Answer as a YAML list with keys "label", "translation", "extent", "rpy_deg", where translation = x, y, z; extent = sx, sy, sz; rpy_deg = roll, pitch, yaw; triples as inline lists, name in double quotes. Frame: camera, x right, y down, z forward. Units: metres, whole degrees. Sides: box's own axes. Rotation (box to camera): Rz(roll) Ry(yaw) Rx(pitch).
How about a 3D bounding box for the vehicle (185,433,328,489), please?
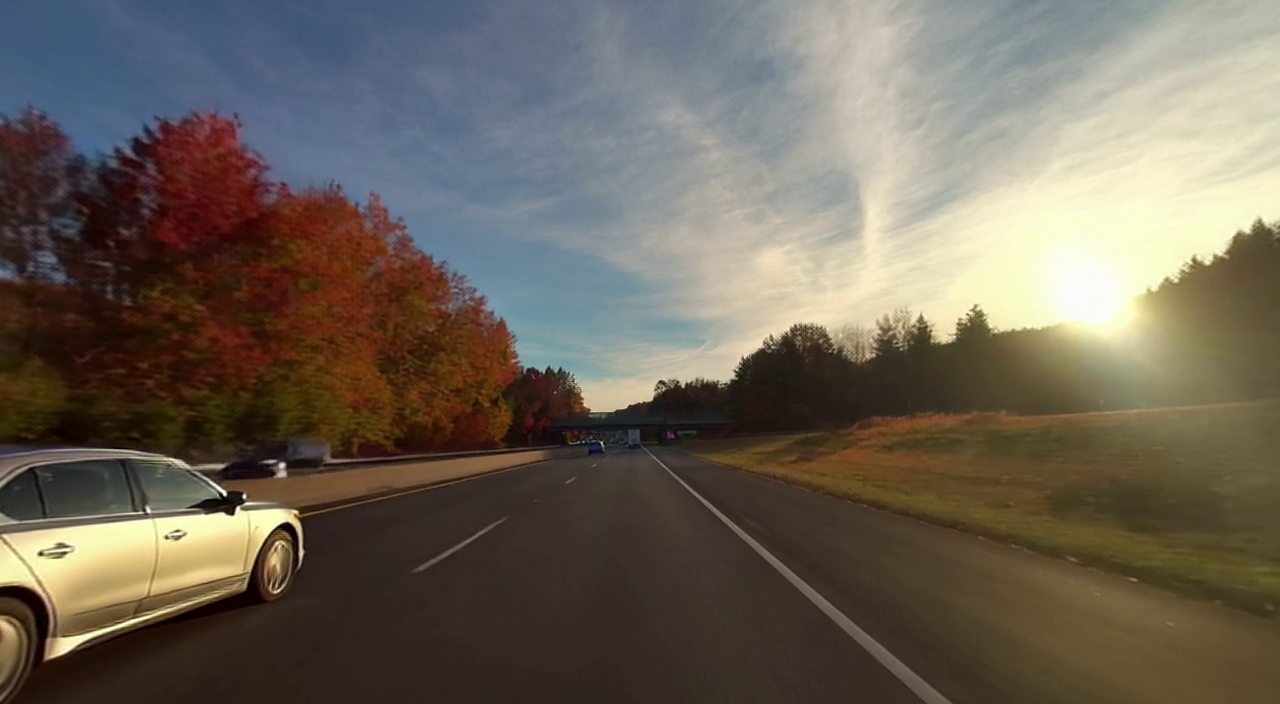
- label: "vehicle"
  translation: [-12.142, 3.467, 20.370]
  extent: [1.933, 1.588, 4.305]
  rpy_deg: [0, -8, -1]
